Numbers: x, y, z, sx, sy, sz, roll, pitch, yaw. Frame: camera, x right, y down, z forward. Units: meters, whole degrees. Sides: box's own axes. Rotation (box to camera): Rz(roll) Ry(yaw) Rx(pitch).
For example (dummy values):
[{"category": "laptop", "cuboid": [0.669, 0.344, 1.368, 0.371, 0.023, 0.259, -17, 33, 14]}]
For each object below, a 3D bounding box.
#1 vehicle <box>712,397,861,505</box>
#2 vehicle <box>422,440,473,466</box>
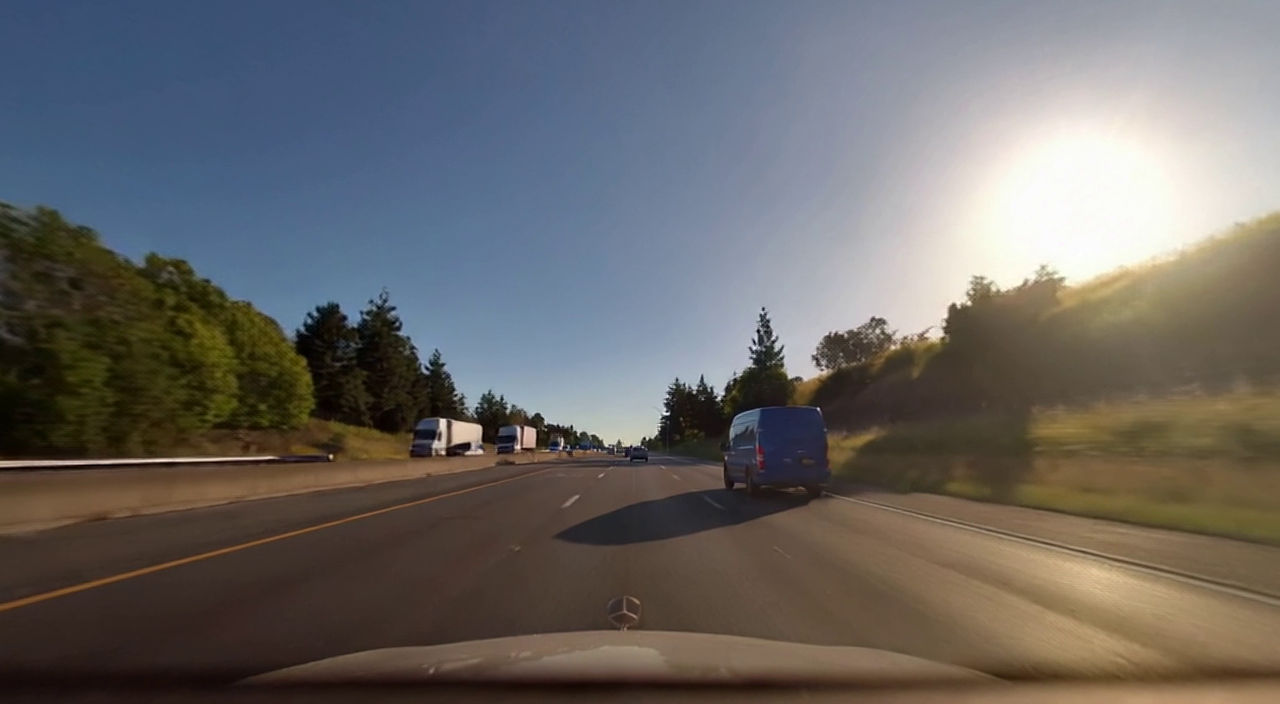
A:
[{"category": "vehicle", "cuboid": [3.844, 2.845, 18.286, 2.552, 2.524, 6.630, 0, -9, -1]}, {"category": "vehicle", "cuboid": [-12.160, 6.418, 40.175, 1.838, 1.498, 4.378, 0, -9, 1]}]
